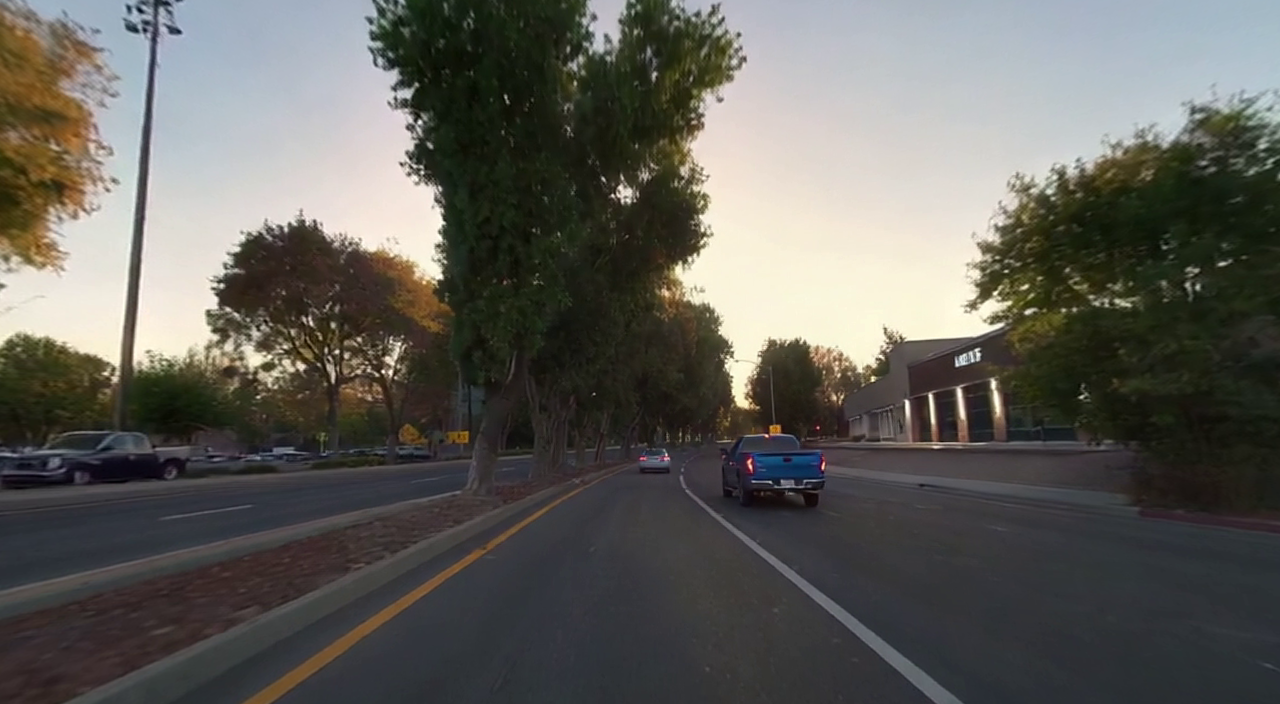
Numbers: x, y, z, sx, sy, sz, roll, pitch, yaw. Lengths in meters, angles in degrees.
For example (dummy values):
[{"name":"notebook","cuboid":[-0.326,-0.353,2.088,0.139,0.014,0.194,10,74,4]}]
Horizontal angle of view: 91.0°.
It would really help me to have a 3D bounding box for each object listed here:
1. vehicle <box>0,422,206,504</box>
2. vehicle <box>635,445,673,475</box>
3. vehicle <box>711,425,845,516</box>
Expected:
[{"name":"vehicle","cuboid":[-14.376,2.833,16.575,2.154,1.806,5.096,0,-8,1]},{"name":"vehicle","cuboid":[0.800,5.933,34.865,1.968,1.521,4.262,0,-8,2]},{"name":"vehicle","cuboid":[3.311,2.983,16.523,2.367,1.919,5.651,0,-8,1]}]
